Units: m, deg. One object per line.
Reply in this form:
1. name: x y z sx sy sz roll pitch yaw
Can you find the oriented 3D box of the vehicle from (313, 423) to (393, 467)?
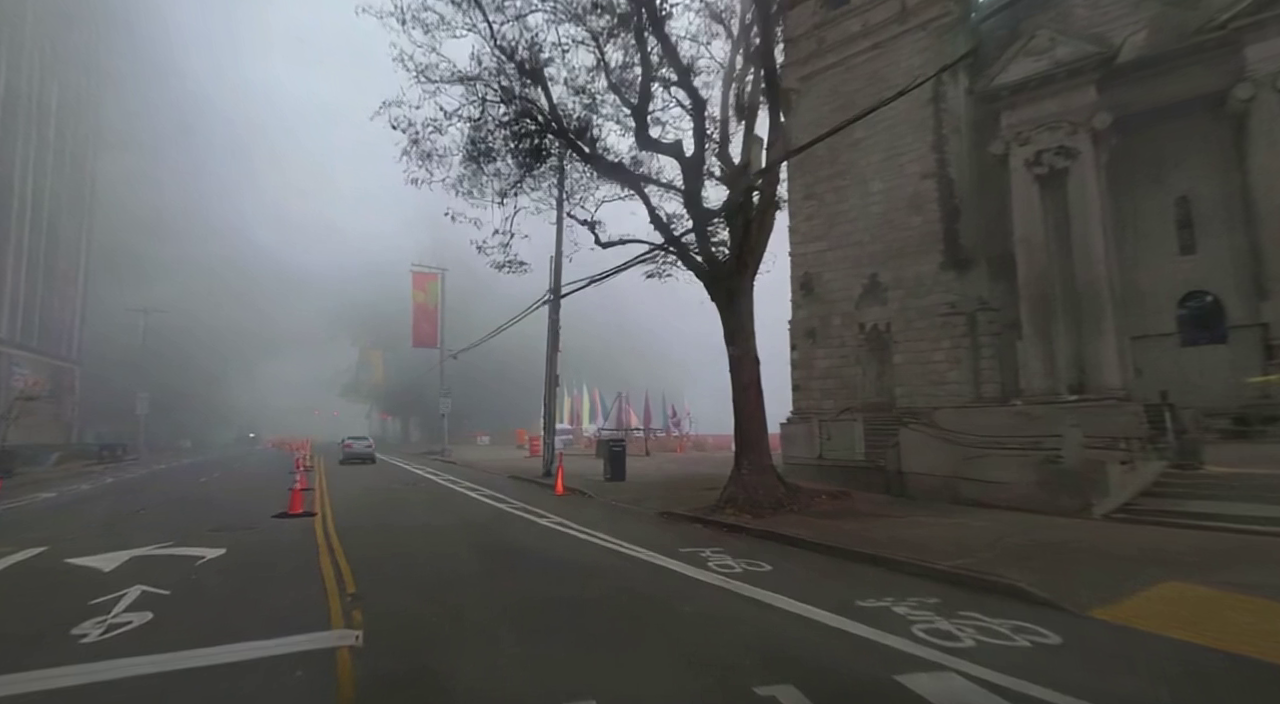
1. vehicle: -10.926 3.532 23.800 2.216 1.492 4.725 5 -10 -29
